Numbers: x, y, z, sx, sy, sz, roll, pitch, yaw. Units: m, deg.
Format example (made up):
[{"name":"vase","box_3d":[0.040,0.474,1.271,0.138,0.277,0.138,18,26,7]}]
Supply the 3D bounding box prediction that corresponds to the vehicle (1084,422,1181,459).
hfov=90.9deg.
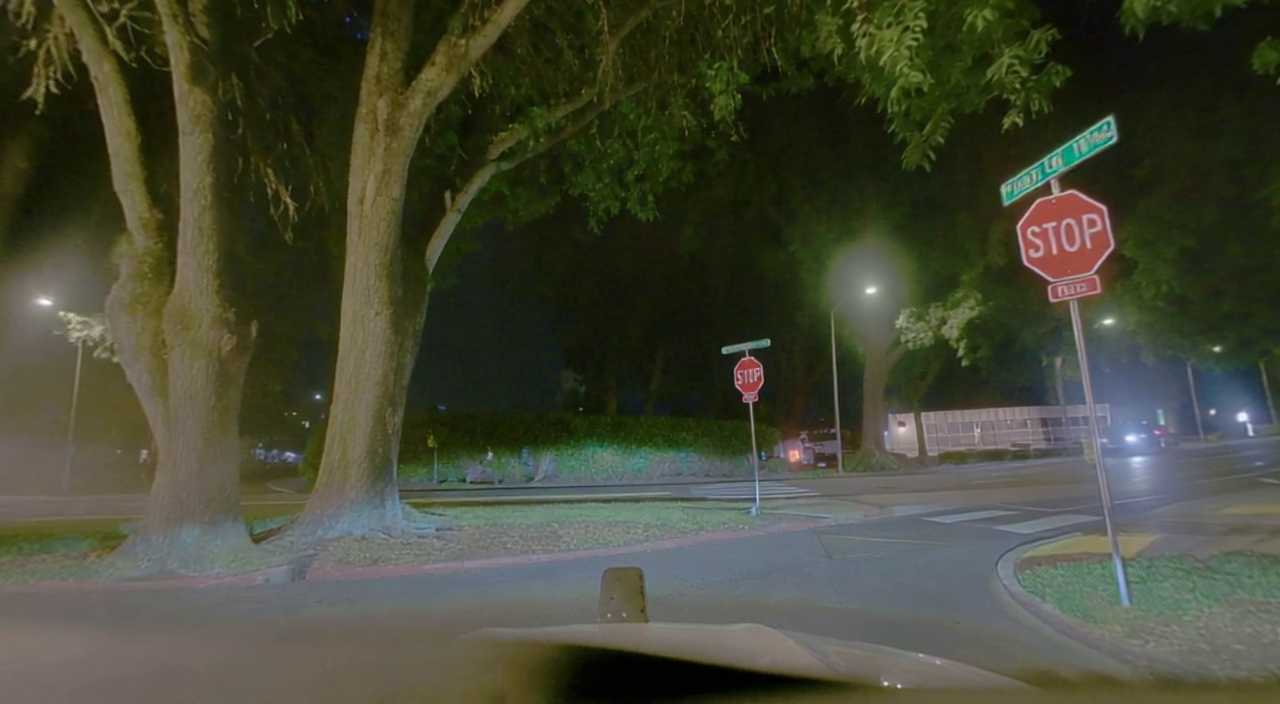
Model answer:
[{"name":"vehicle","box_3d":[21.549,3.888,27.526,4.473,1.474,2.108,6,-10,-36]}]
